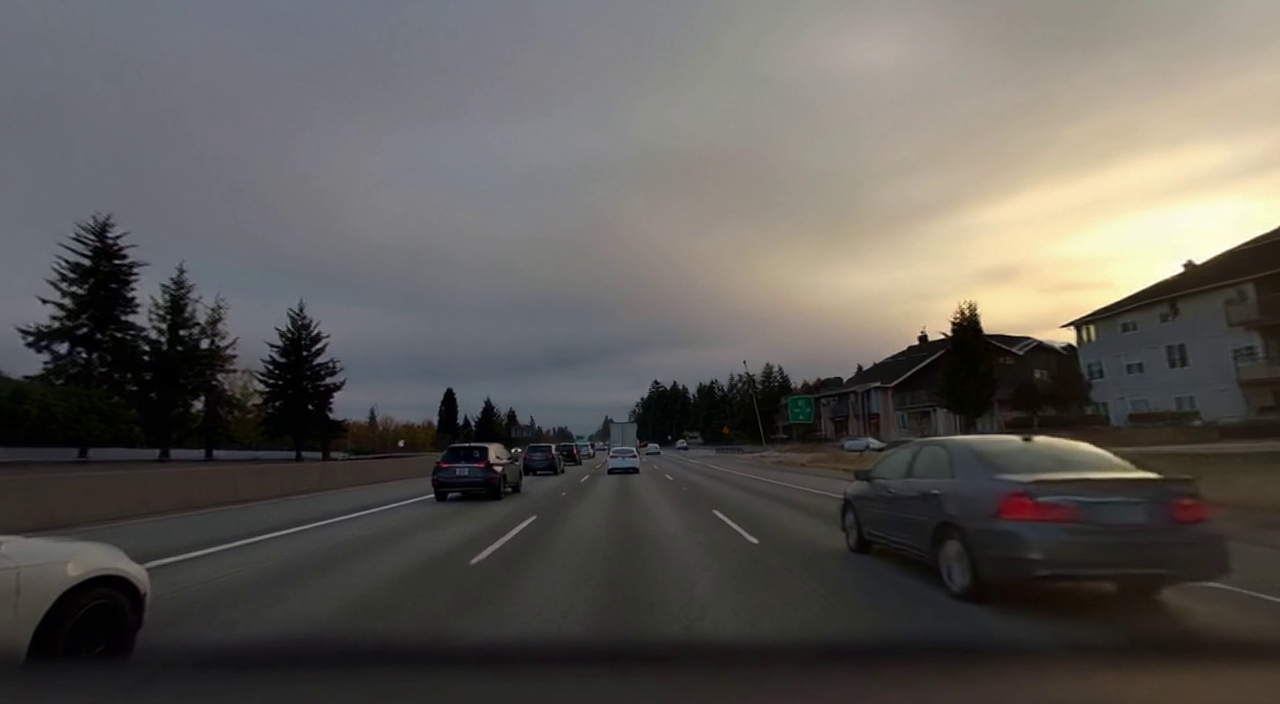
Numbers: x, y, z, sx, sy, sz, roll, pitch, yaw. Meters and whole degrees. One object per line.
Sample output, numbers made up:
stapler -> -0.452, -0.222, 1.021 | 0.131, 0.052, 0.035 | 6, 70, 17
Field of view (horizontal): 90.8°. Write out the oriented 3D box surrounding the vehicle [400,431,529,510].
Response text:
vehicle -> -4.064, 2.820, 15.429 | 1.988, 1.668, 4.021 | 0, -9, 0

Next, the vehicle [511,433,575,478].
vehicle -> -4.540, 4.966, 30.529 | 2.301, 1.944, 5.482 | 0, -9, -1

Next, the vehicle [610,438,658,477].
vehicle -> -0.301, 4.907, 29.592 | 2.063, 1.703, 4.203 | 0, -9, -1

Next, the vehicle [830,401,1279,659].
vehicle -> 3.533, 1.403, 6.044 | 2.027, 1.554, 4.252 | 0, -9, -1
